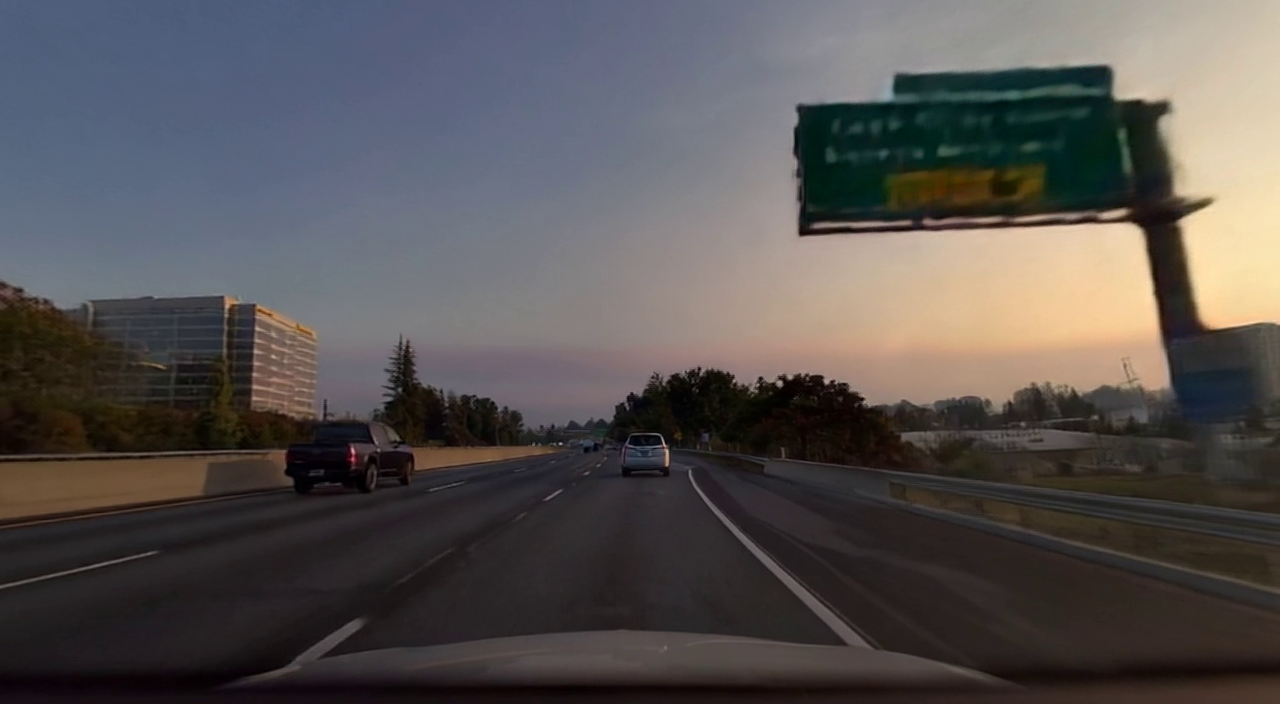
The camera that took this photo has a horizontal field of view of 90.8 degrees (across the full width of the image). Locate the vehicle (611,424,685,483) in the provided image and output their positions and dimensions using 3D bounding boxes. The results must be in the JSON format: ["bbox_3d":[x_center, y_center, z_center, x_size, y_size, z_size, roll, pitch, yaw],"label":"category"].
[{"bbox_3d":[0.332,3.846,24.075,2.497,1.957,5.432,0,-9,1],"label":"vehicle"}]

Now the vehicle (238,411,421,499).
[{"bbox_3d":[-7.877,2.706,16.805,2.289,1.955,5.147,0,-9,-1],"label":"vehicle"}]
